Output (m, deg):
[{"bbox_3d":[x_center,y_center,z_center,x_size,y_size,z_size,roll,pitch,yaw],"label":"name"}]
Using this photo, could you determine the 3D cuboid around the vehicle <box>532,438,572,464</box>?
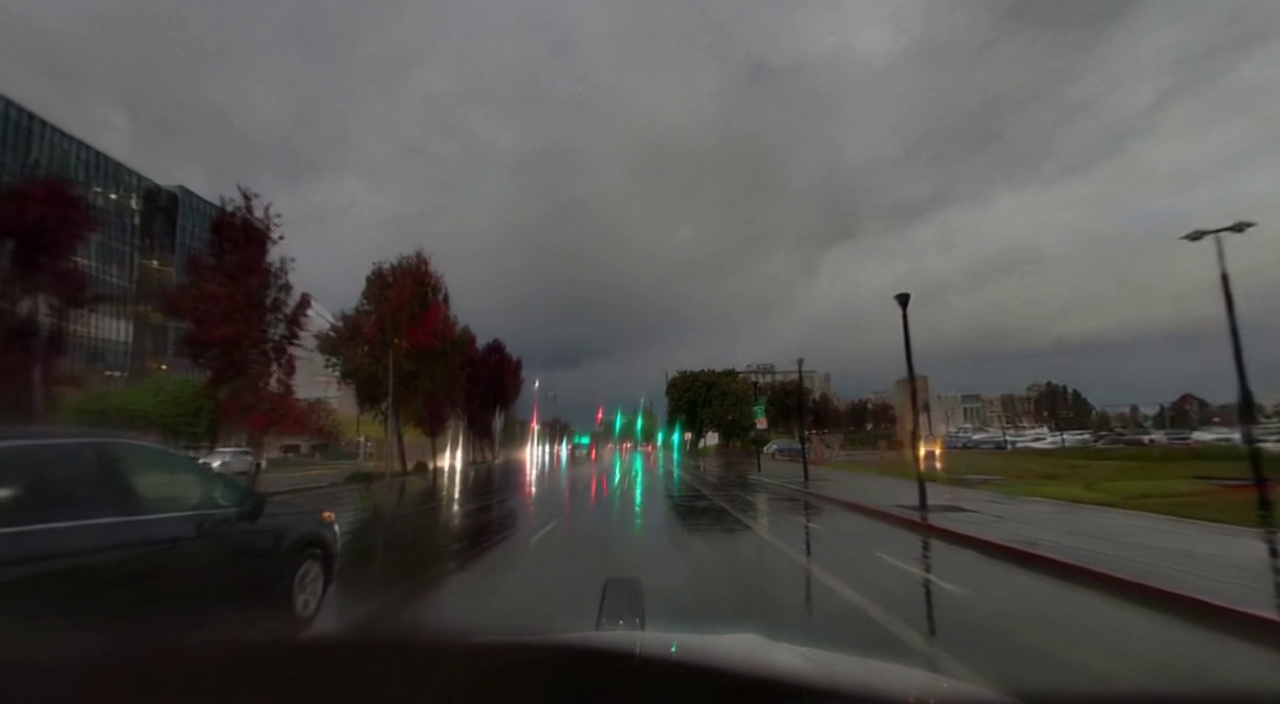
[{"bbox_3d":[-6.442,7.278,46.728,2.224,1.821,4.711,0,-8,1],"label":"vehicle"}]

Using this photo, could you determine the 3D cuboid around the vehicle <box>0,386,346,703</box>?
[{"bbox_3d":[-3.345,0.958,2.822,2.040,1.497,4.193,0,-8,0],"label":"vehicle"}]

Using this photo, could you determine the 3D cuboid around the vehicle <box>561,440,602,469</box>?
[{"bbox_3d":[-3.236,5.757,35.630,1.983,1.545,3.773,0,-8,0],"label":"vehicle"}]

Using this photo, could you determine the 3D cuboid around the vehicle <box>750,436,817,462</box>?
[{"bbox_3d":[10.692,7.221,47.213,4.430,1.683,1.966,-3,-7,0],"label":"vehicle"}]
